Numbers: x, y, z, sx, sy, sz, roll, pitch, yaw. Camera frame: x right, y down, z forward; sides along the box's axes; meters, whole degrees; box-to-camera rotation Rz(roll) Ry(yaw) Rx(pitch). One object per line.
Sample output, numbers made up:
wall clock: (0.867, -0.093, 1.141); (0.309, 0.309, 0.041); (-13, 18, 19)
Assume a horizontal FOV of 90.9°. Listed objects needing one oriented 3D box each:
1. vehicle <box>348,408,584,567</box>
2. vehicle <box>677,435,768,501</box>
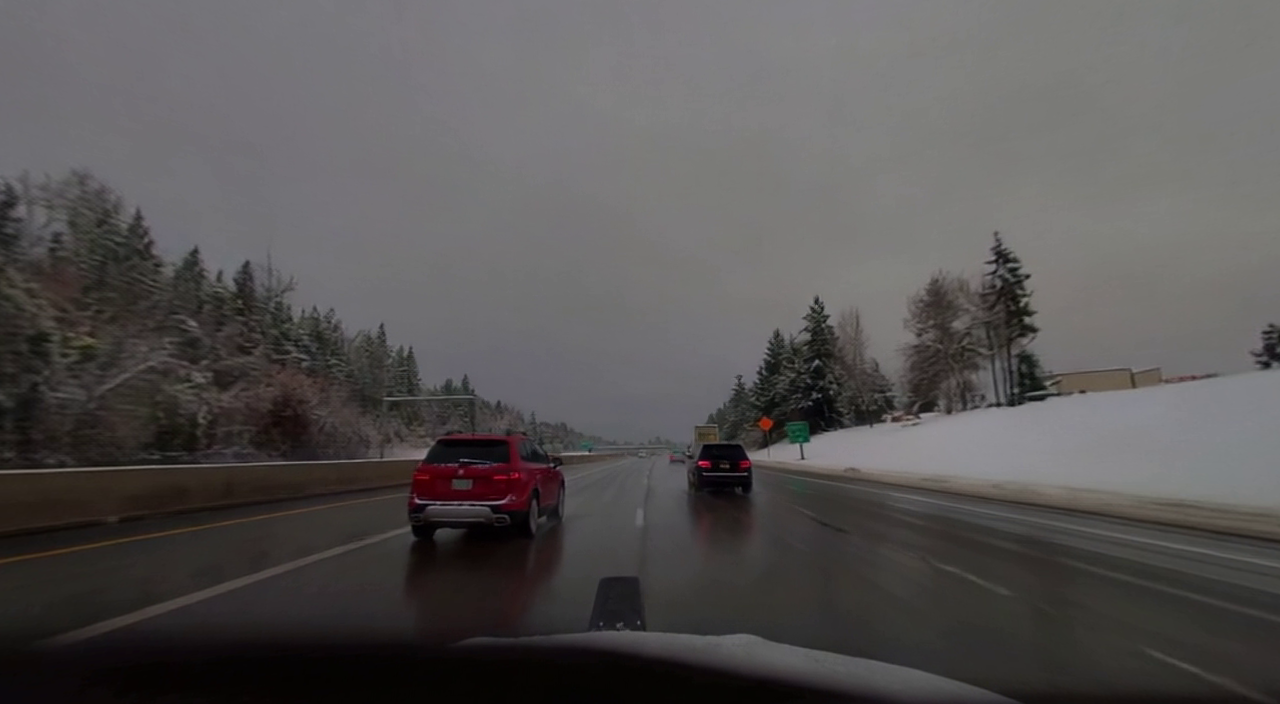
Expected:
vehicle: (-2.215, 1.919, 9.628); (2.139, 1.804, 4.611); (-1, -9, 2)
vehicle: (2.269, 3.348, 18.529); (2.087, 1.682, 4.388); (0, -9, 0)
